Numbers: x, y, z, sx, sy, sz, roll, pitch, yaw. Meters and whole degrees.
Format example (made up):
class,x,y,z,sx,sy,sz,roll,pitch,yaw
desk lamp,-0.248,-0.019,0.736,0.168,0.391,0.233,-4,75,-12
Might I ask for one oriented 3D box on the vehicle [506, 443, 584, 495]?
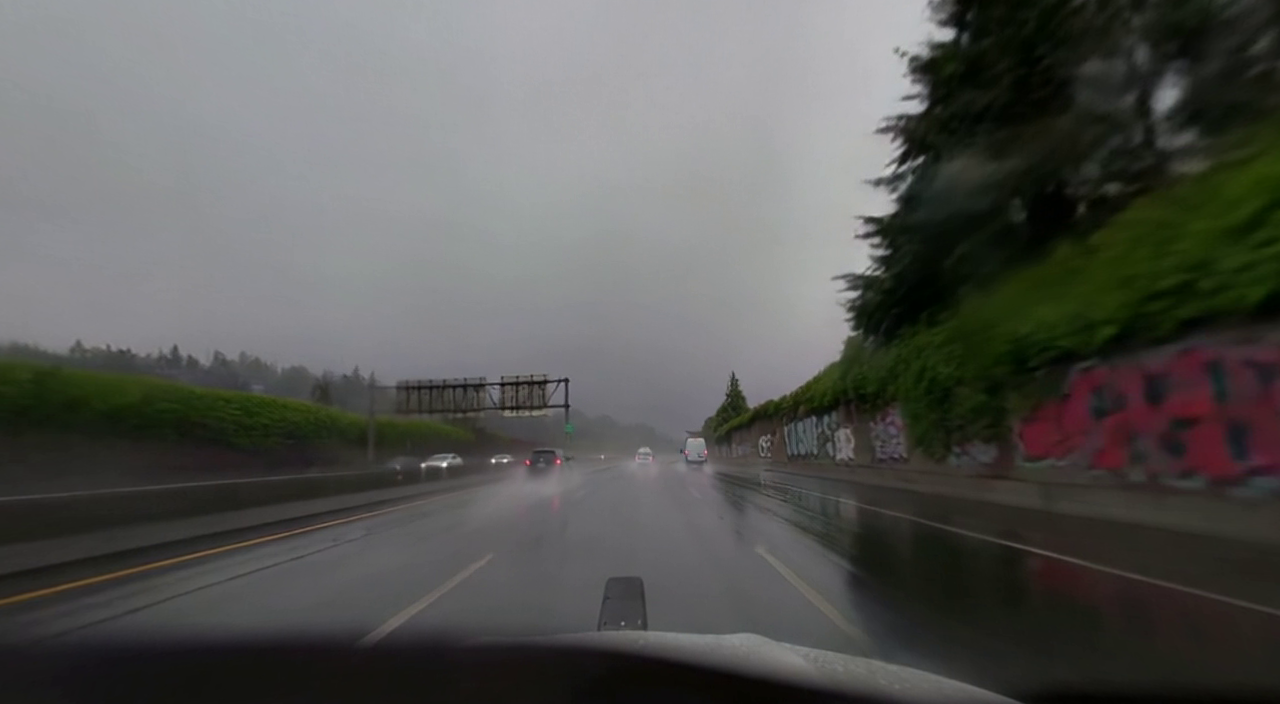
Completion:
class,x,y,z,sx,sy,sz,roll,pitch,yaw
vehicle,-3.251,4.099,22.445,1.964,1.618,4.489,0,-9,1

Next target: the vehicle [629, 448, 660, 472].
class,x,y,z,sx,sy,sz,roll,pitch,yaw
vehicle,0.340,7.752,45.354,2.108,1.663,3.159,0,-9,1
